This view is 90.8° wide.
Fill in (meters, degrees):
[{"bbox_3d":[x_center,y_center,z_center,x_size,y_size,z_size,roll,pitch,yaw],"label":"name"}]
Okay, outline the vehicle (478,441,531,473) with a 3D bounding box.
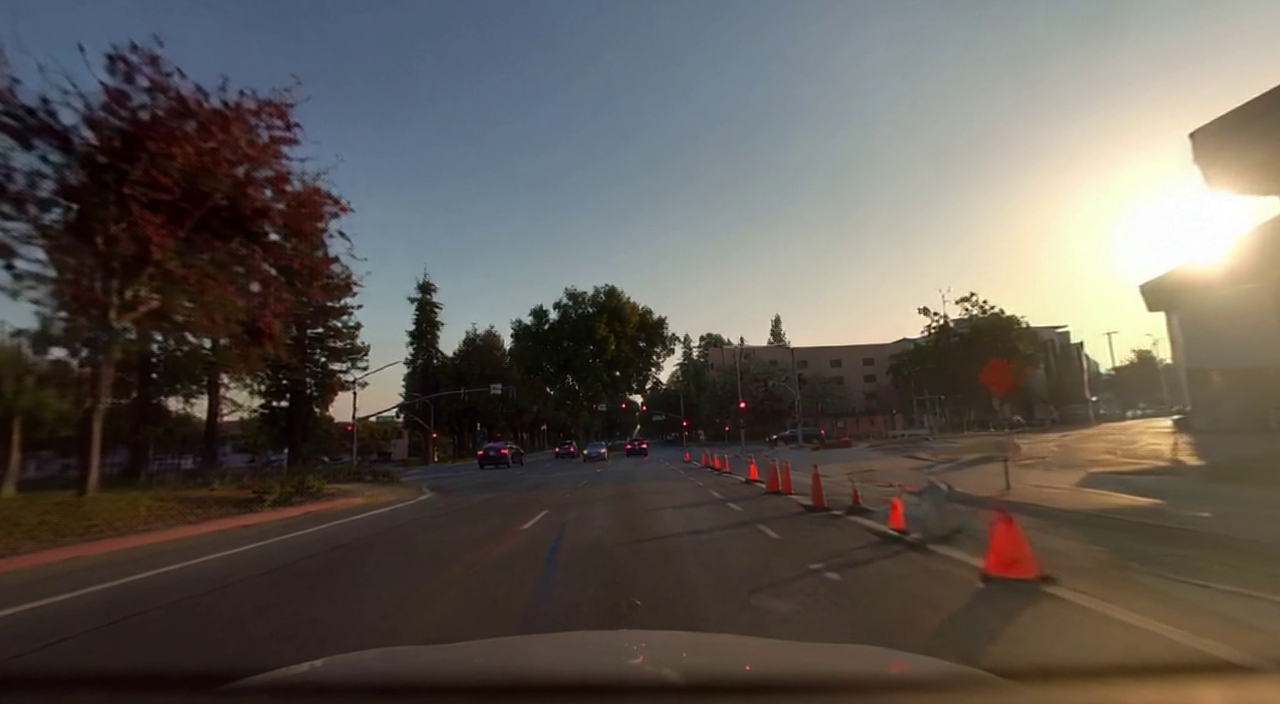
[{"bbox_3d":[-6.982,5.429,32.935,1.869,1.570,4.064,0,-8,-1],"label":"vehicle"}]
